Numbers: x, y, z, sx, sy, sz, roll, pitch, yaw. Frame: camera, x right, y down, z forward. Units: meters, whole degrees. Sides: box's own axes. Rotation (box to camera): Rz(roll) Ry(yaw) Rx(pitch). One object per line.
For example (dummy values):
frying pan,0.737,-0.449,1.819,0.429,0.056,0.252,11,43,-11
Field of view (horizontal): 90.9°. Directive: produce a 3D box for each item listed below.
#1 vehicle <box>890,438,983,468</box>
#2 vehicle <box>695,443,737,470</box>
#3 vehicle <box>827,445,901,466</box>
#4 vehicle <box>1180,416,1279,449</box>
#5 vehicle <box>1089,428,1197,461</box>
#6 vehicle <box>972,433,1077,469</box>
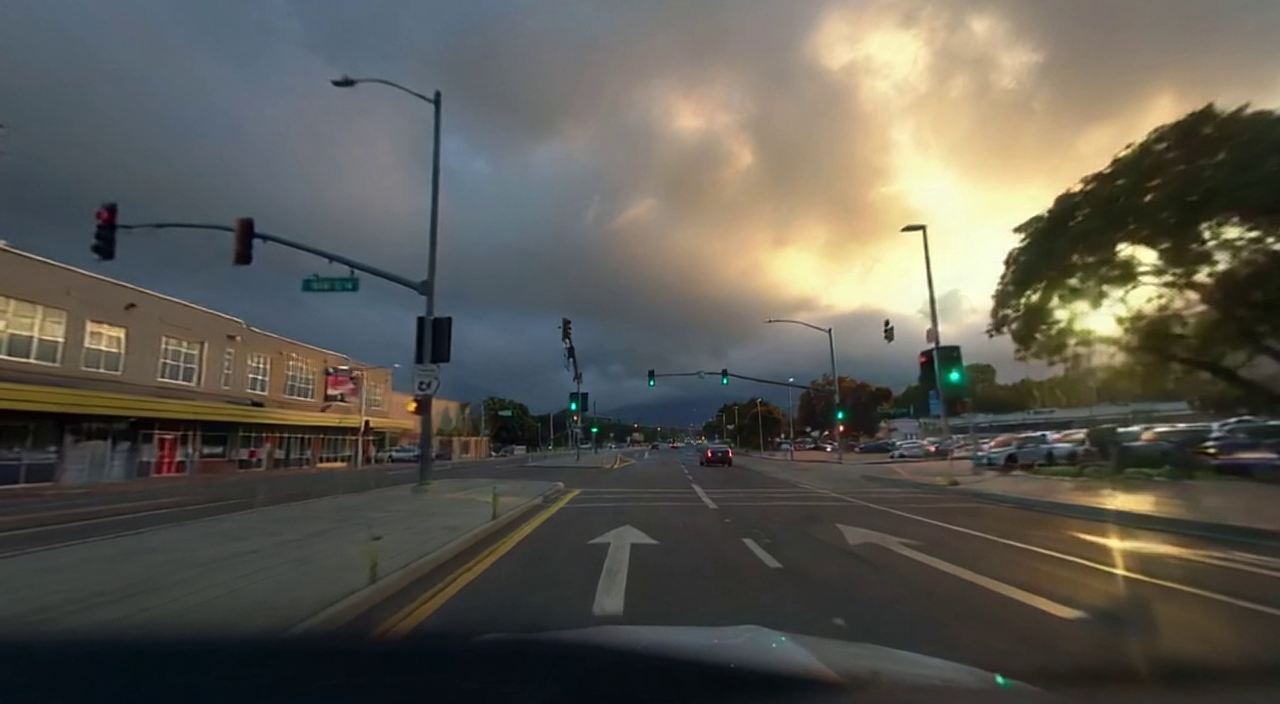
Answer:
vehicle,17.569,6.017,37.553,4.491,1.702,2.094,-1,-9,5
vehicle,4.500,6.269,38.001,2.038,1.528,4.259,0,-8,1
vehicle,15.848,7.288,44.568,4.581,1.434,1.893,-5,-10,30
vehicle,35.856,4.834,37.879,4.687,1.902,2.162,0,-9,-1
vehicle,27.222,5.016,34.162,4.280,1.734,1.964,1,-9,-6
vehicle,20.709,5.348,34.067,4.341,1.845,1.984,0,-9,0
